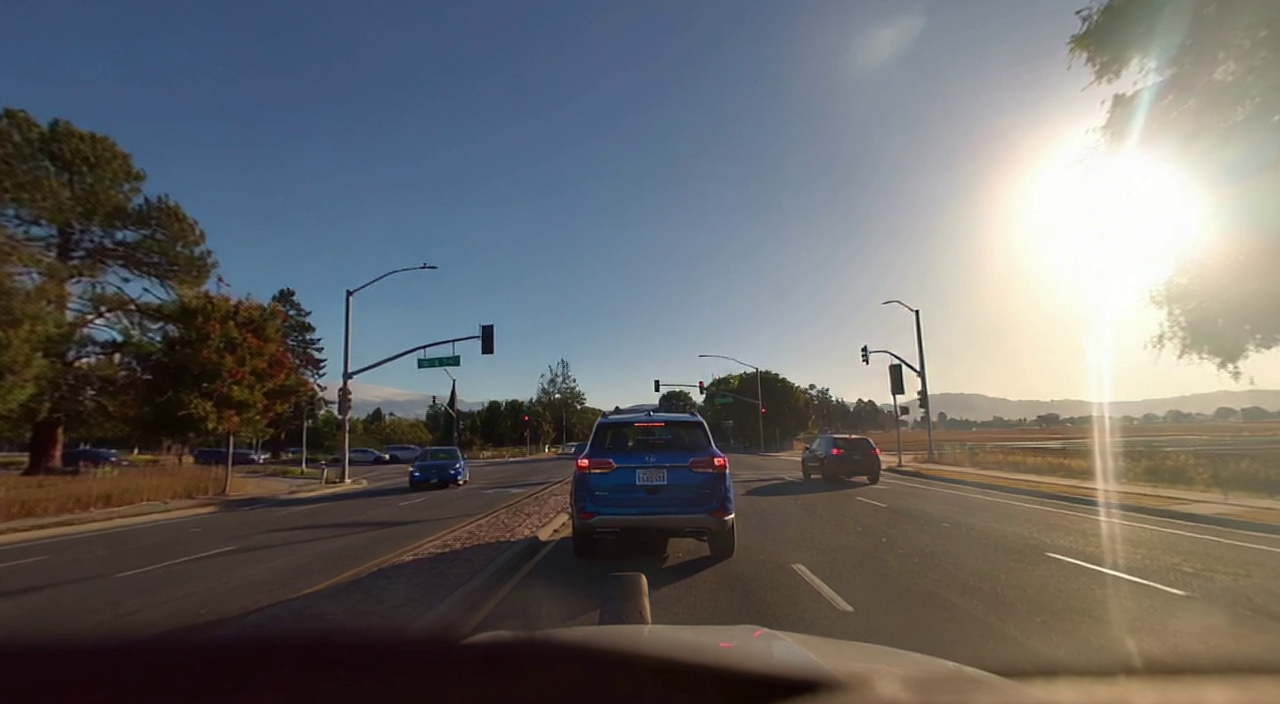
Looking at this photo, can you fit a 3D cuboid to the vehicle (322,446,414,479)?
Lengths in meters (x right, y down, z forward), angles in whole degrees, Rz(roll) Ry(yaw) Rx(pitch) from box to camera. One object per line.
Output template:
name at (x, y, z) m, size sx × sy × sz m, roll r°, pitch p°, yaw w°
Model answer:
vehicle at (-14.632, 5.888, 33.890) m, size 4.510 × 1.606 × 2.192 m, roll -5°, pitch -10°, yaw 29°

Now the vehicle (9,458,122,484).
vehicle at (-34.044, 7.043, 37.470) m, size 4.559 × 1.458 × 2.265 m, roll 0°, pitch -8°, yaw 1°

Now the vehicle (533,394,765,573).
vehicle at (0.081, 1.615, 8.425) m, size 2.298 × 1.770 × 4.138 m, roll 0°, pitch -8°, yaw 0°

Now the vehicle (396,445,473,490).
vehicle at (-7.699, 4.235, 23.623) m, size 2.425 × 1.480 × 4.707 m, roll 3°, pitch -9°, yaw -18°

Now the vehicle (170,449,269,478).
vehicle at (-25.344, 6.721, 38.063) m, size 4.608 × 1.680 × 2.026 m, roll -1°, pitch -8°, yaw 5°

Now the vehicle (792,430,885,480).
vehicle at (7.162, 3.770, 23.280) m, size 2.012 × 1.636 × 4.352 m, roll 0°, pitch -8°, yaw 0°
